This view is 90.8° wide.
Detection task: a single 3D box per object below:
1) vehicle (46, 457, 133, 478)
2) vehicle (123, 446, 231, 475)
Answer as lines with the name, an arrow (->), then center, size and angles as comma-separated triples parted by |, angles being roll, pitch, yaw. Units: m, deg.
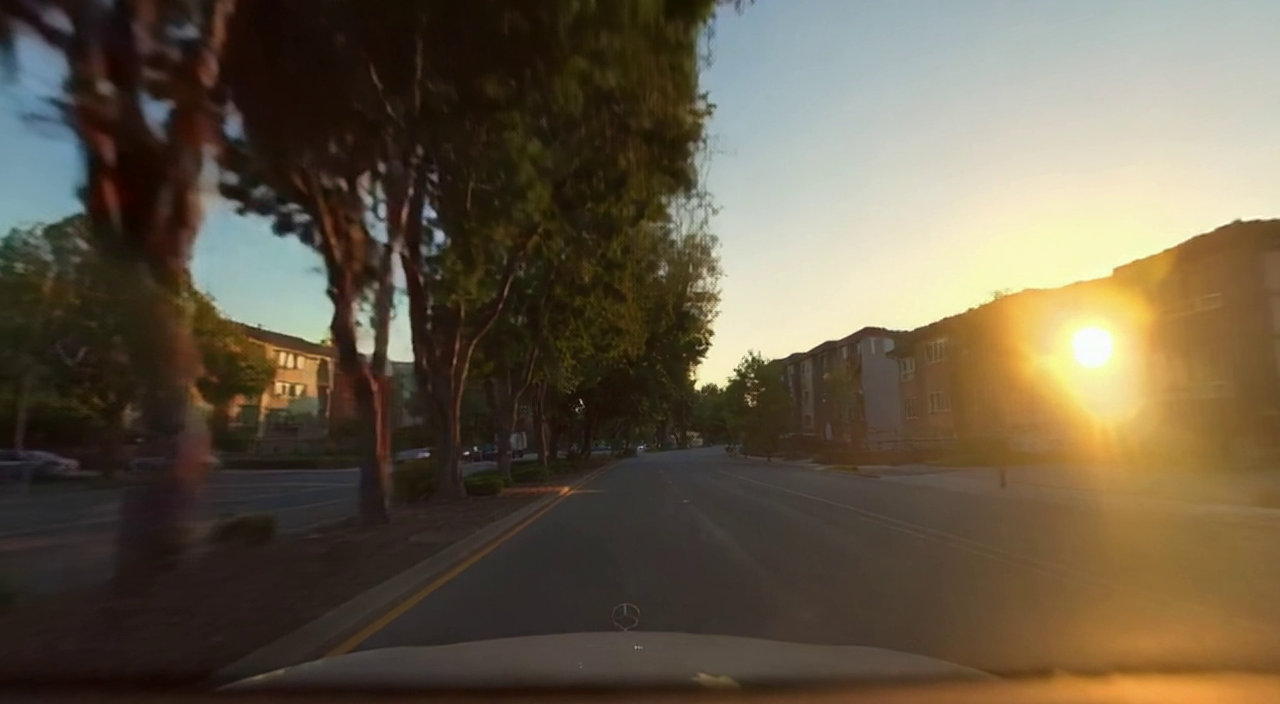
vehicle -> -39.299, 8.255, 45.198 | 4.461, 1.410, 1.789 | 0, -8, -1
vehicle -> -33.024, 7.731, 45.199 | 5.722, 2.038, 2.444 | 0, -9, 0
